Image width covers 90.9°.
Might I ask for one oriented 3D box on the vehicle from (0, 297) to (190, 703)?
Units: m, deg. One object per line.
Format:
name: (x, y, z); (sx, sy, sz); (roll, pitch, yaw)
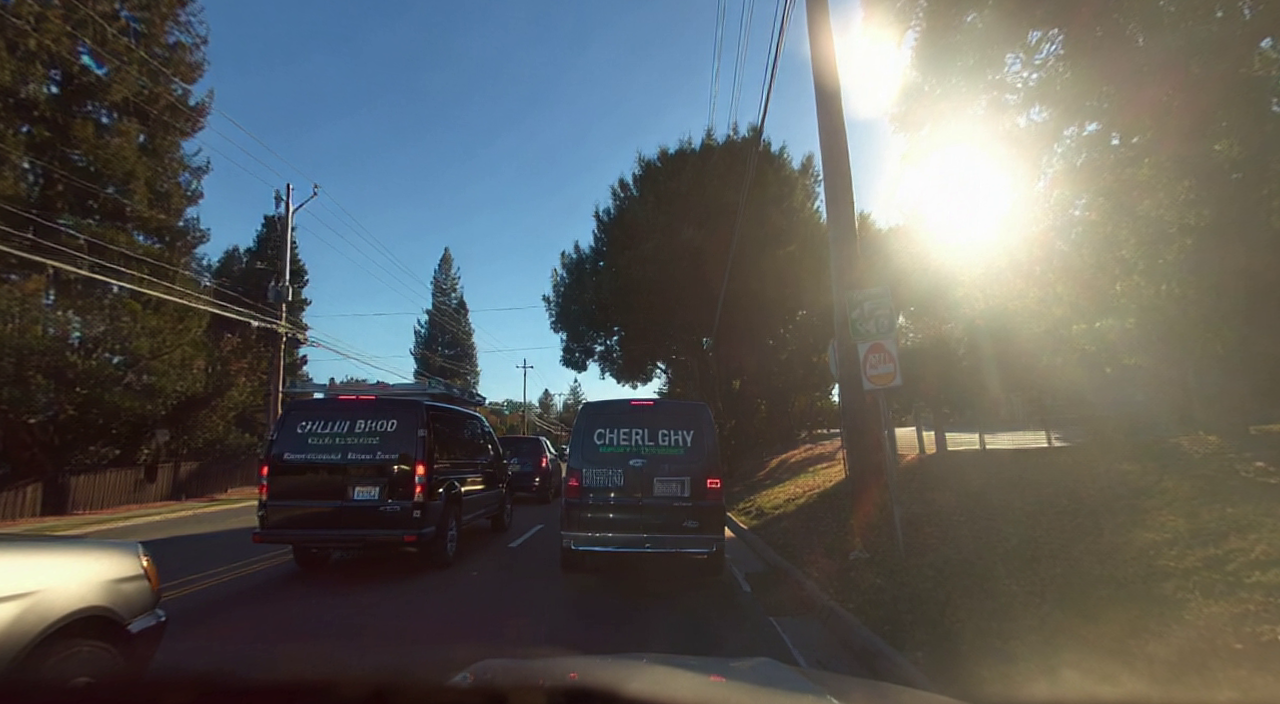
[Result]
vehicle: (-3.151, 0.477, 0.246); (2.160, 1.796, 4.997); (0, -8, 1)

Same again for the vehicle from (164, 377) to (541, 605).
vehicle: (-2.753, 1.487, 7.622); (2.109, 1.851, 4.749); (-1, -8, 3)

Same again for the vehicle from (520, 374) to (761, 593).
vehicle: (0.111, 1.462, 7.700); (2.117, 1.911, 4.095); (-1, -8, 3)
